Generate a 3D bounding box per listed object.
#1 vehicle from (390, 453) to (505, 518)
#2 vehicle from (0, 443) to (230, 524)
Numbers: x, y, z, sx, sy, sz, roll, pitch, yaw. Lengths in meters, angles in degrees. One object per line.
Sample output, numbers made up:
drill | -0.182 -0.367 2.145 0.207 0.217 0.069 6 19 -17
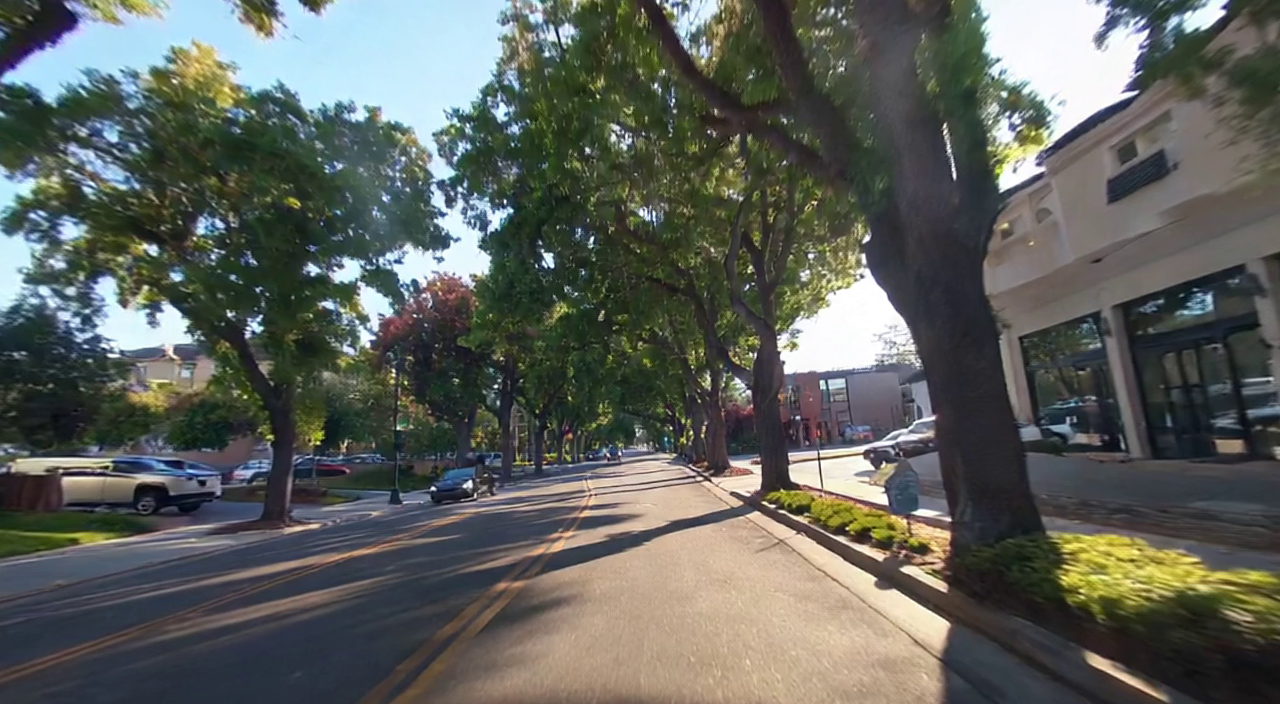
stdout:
vehicle | -5.616 3.908 18.999 1.956 1.452 4.426 -5 -8 1
vehicle | -16.775 4.021 19.782 5.969 2.158 2.643 0 -6 2
